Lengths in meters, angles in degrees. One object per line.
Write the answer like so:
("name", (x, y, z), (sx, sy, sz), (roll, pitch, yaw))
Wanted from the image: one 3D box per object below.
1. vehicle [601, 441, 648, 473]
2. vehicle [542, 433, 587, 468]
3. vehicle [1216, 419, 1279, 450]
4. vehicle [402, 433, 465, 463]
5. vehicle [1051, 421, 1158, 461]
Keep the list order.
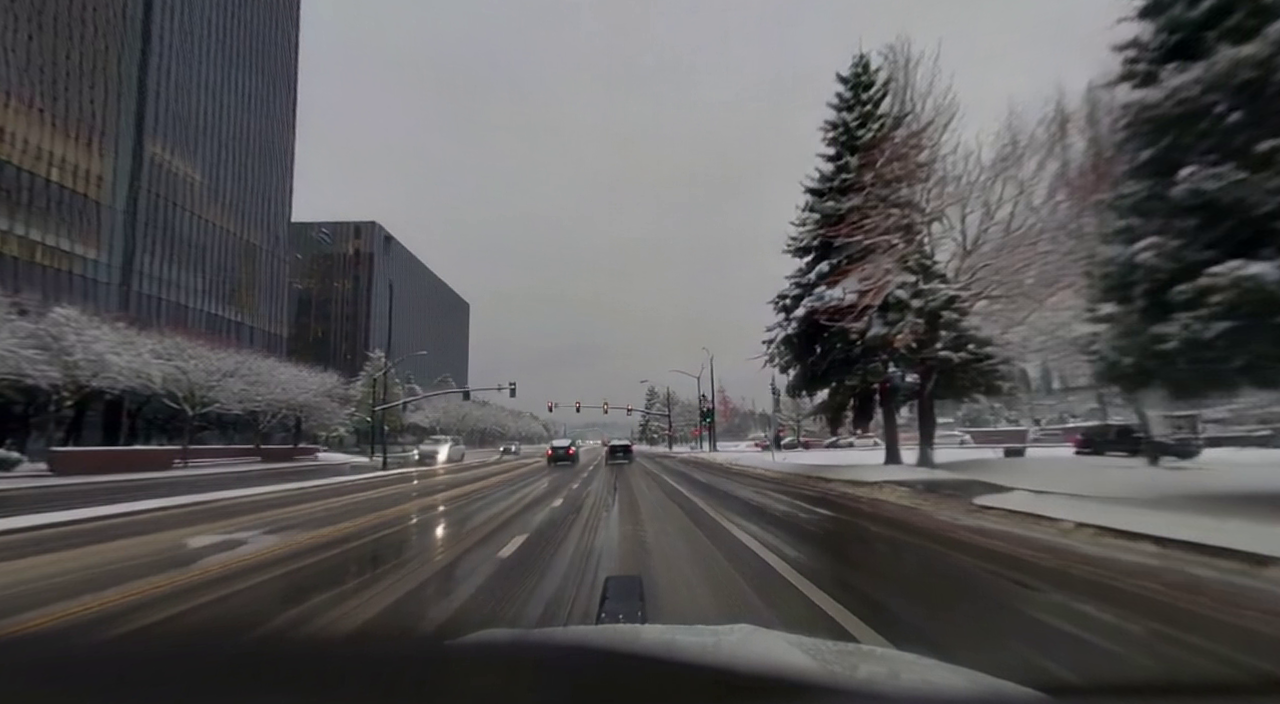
("vehicle", (-0.778, 4.963, 30.093), (2.050, 1.385, 4.096), (0, -8, -2))
("vehicle", (-4.125, 5.454, 35.178), (2.001, 1.784, 4.483), (0, -8, -1))
("vehicle", (37.972, 4.959, 37.957), (4.381, 1.724, 2.037), (-2, -9, 7))
("vehicle", (-16.118, 7.587, 49.943), (2.680, 2.131, 6.995), (-1, -8, -1))
("vehicle", (20.966, 3.989, 28.779), (1.841, 1.555, 4.431), (-5, -6, 7))
